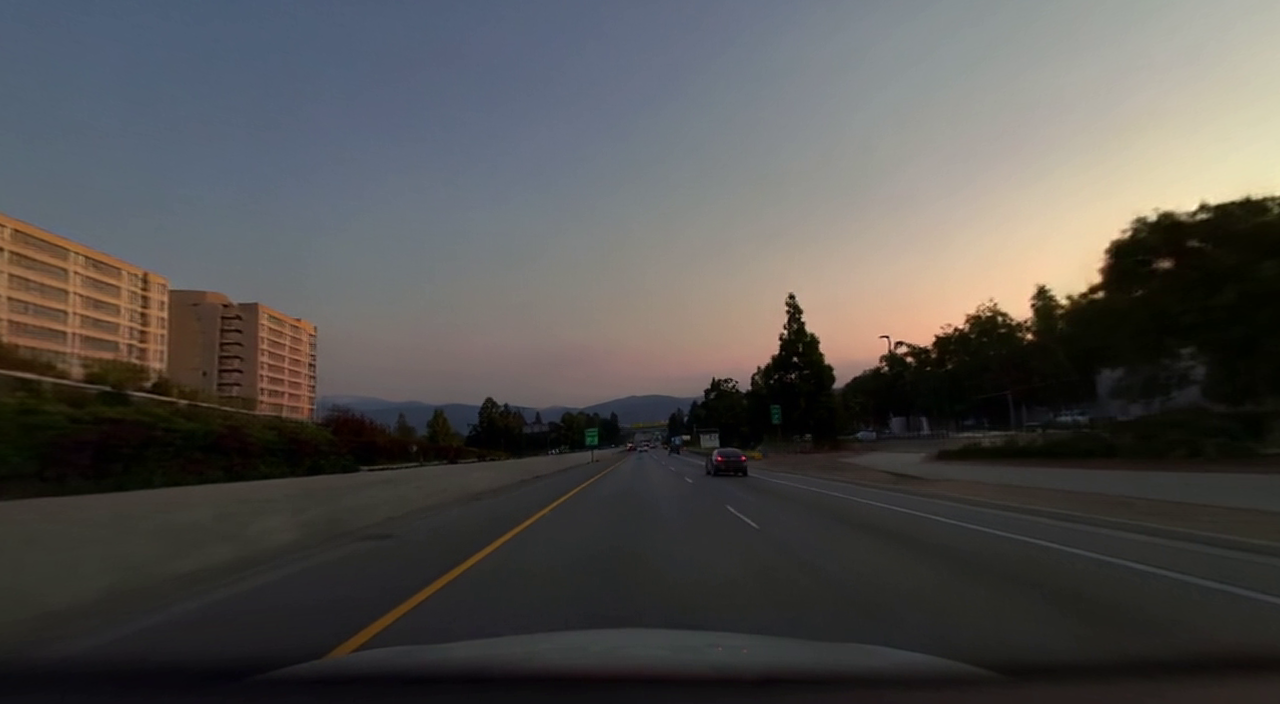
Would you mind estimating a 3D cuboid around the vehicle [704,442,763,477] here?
[{"bbox_3d":[4.296,5.013,29.718,2.042,1.518,4.477,0,-9,-1],"label":"vehicle"}]
